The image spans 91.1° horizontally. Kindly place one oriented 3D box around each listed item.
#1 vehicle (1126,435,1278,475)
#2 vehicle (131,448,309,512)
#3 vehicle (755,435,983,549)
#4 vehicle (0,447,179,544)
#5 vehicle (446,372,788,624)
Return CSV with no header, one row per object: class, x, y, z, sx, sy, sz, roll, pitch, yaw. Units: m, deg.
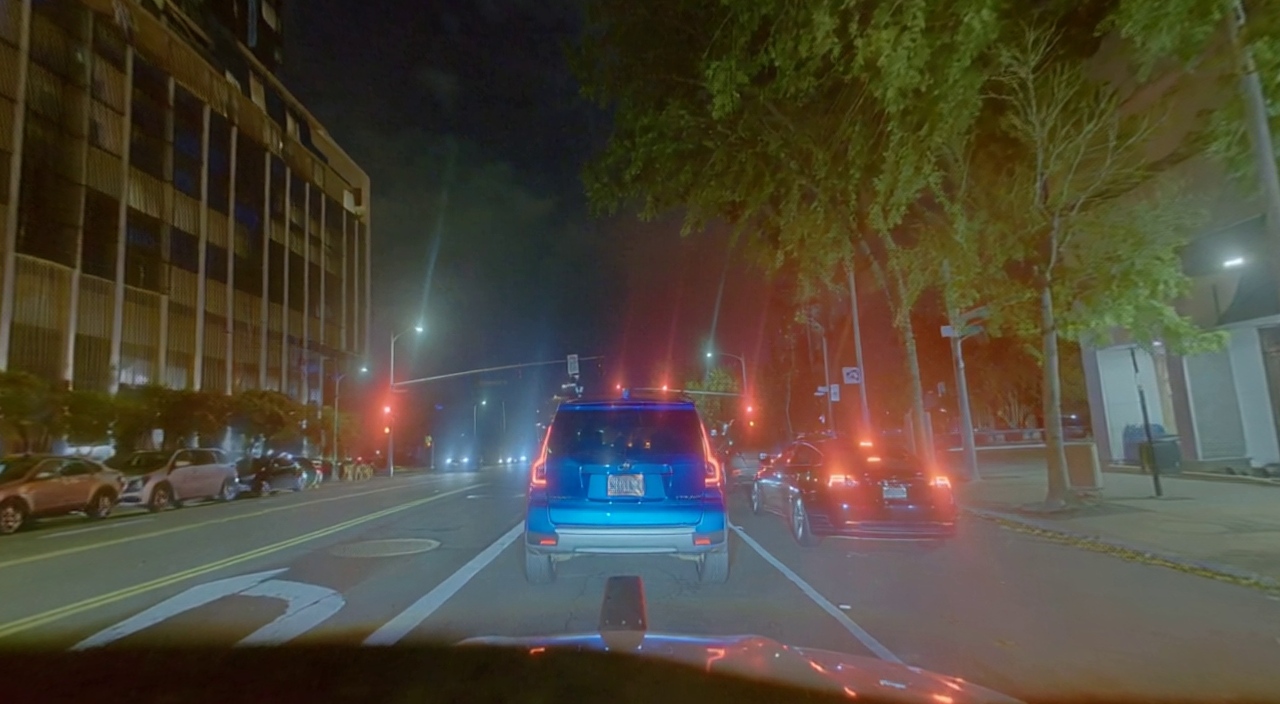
vehicle,22.154,4.053,24.973,4.055,1.469,1.848,-4,-9,25
vehicle,-12.463,3.782,19.130,2.207,1.648,4.675,0,-8,-1
vehicle,3.289,2.085,10.075,2.056,1.422,4.130,0,-8,-1
vehicle,-12.542,2.918,13.452,1.891,1.723,4.360,0,-8,1
vehicle,-0.159,1.362,6.755,2.453,1.816,4.300,0,-8,0
